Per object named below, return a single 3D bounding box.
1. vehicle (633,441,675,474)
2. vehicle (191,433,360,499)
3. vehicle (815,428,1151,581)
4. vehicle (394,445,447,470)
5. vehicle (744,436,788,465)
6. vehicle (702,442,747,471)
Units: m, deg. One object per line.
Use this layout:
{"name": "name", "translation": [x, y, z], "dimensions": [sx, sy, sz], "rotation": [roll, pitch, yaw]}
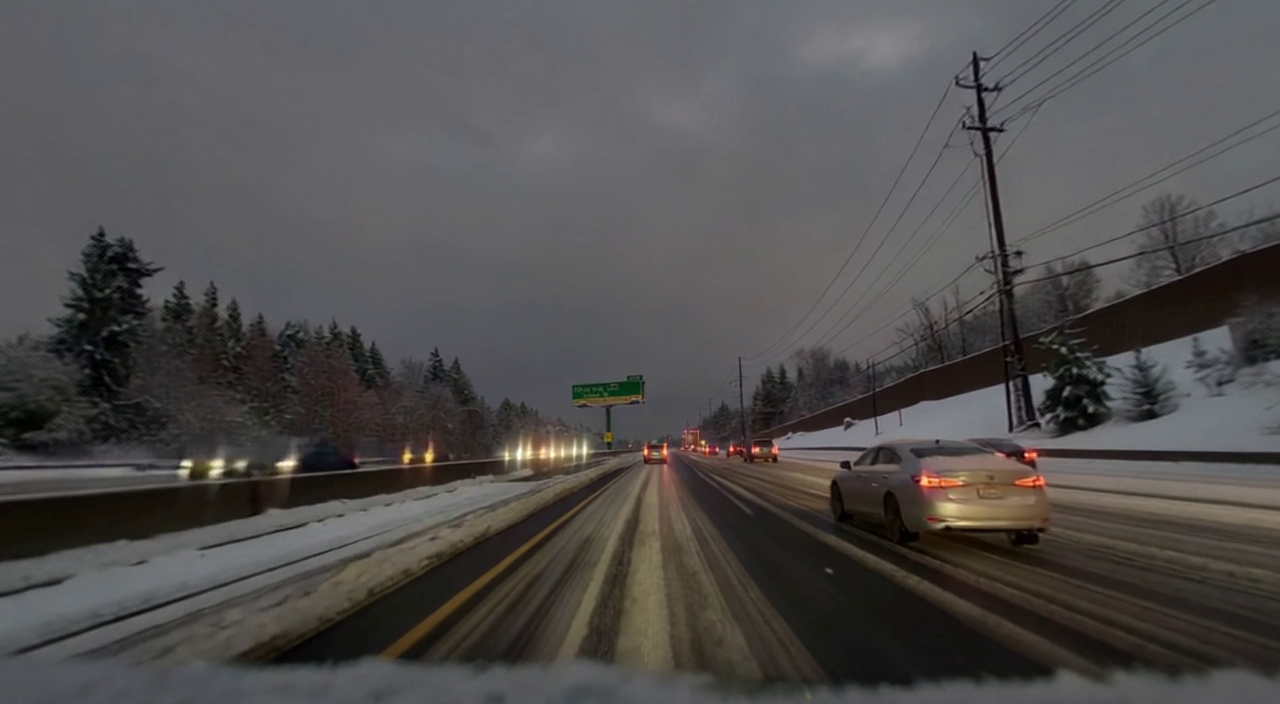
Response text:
{"name": "vehicle", "translation": [0.721, 5.422, 32.692], "dimensions": [2.042, 1.581, 3.769], "rotation": [0, -8, 1]}
{"name": "vehicle", "translation": [-10.101, 3.175, 18.001], "dimensions": [1.984, 1.635, 4.525], "rotation": [0, -8, 2]}
{"name": "vehicle", "translation": [3.965, 1.818, 8.416], "dimensions": [1.986, 1.478, 4.429], "rotation": [0, -8, 0]}
{"name": "vehicle", "translation": [-16.266, 7.811, 47.032], "dimensions": [2.048, 1.727, 4.903], "rotation": [0, -8, 2]}
{"name": "vehicle", "translation": [8.393, 6.615, 42.504], "dimensions": [2.041, 1.821, 4.562], "rotation": [0, -8, 1]}
{"name": "vehicle", "translation": [4.535, 5.670, 34.321], "dimensions": [1.936, 1.465, 4.060], "rotation": [0, -8, 0]}
